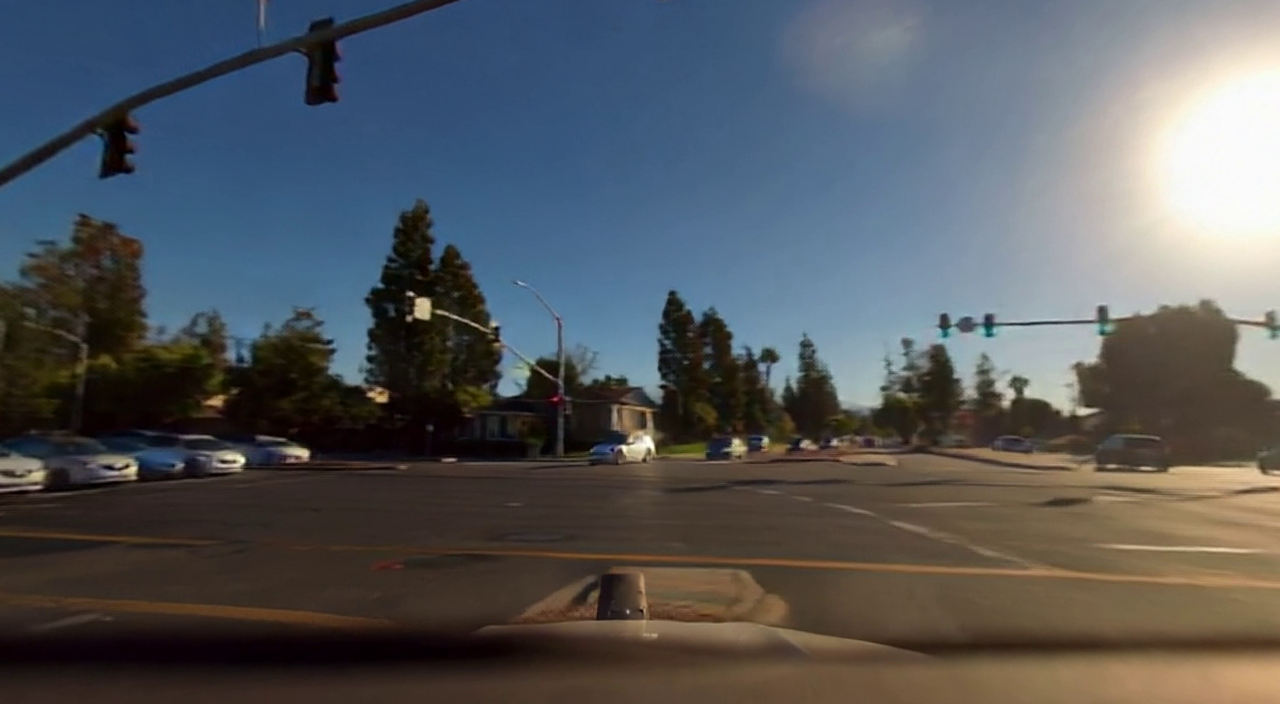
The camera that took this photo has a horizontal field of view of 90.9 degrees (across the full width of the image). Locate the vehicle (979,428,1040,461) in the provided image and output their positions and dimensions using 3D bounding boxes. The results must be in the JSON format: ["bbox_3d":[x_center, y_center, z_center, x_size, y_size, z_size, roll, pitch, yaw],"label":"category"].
[{"bbox_3d":[22.286,5.614,38.203,2.239,1.812,4.812,-3,-9,19],"label":"vehicle"}]

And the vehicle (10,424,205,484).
[{"bbox_3d":[-18.650,3.558,22.130,5.874,1.897,2.226,-3,-9,17],"label":"vehicle"}]

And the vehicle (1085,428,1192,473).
[{"bbox_3d":[21.601,4.288,27.587,2.120,1.767,4.856,-3,-9,20],"label":"vehicle"}]

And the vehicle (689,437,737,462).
[{"bbox_3d":[4.861,6.390,41.357,2.039,1.519,4.356,-4,-9,21],"label":"vehicle"}]
